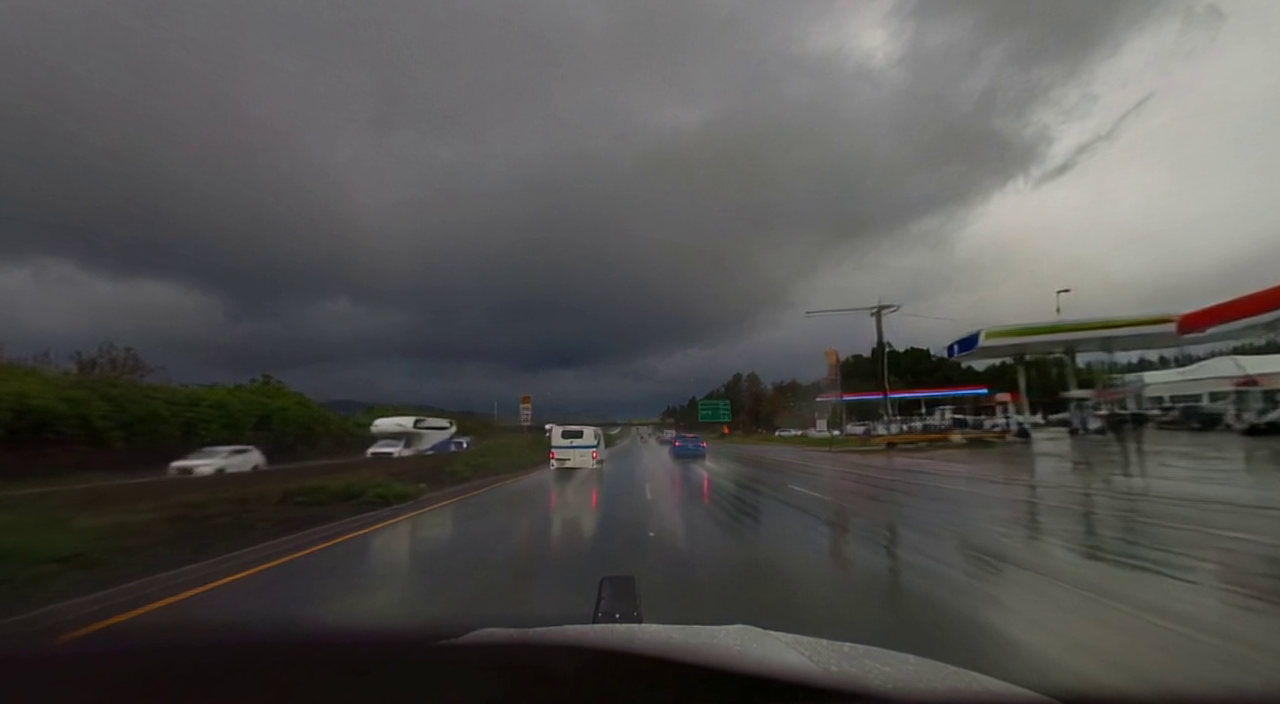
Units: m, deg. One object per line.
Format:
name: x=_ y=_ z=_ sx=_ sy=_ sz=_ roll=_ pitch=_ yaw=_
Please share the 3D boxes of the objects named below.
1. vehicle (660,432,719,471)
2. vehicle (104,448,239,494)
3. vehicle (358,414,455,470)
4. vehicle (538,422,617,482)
vehicle: x=2.093 y=4.362 z=27.939 sx=2.151 sy=1.550 sz=4.694 roll=0 pitch=-8 yaw=-1
vehicle: x=-17.374 y=4.410 z=23.661 sx=1.857 sy=1.465 sz=4.112 roll=0 pitch=-8 yaw=1
vehicle: x=-13.610 y=5.292 z=37.431 sx=2.886 sy=2.972 sz=7.198 roll=0 pitch=-8 yaw=1
vehicle: x=-1.884 y=3.178 z=20.452 sx=2.061 sy=1.732 sz=4.457 roll=0 pitch=-8 yaw=1
